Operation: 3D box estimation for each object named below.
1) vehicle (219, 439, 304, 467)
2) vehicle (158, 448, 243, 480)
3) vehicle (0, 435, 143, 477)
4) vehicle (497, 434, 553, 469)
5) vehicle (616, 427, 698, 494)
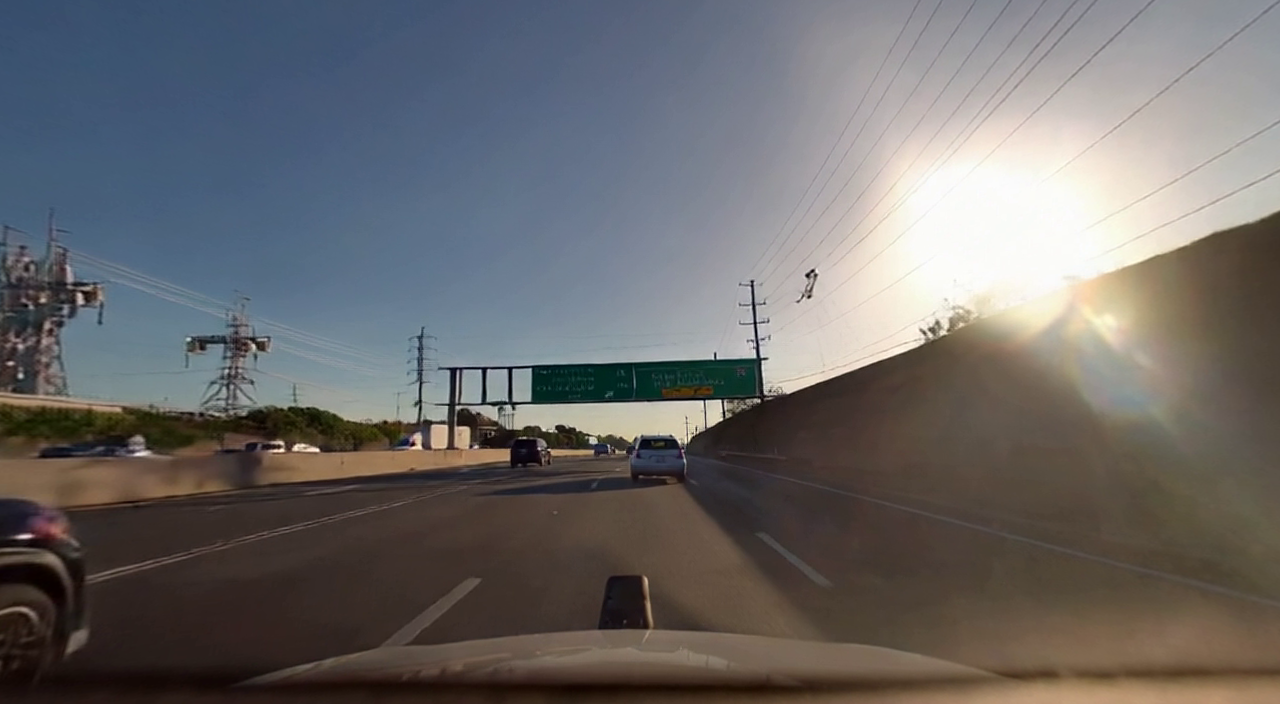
[{"bbox_3d":[-24.915,6.656,41.846,2.202,1.736,5.775,0,-8,-1],"label":"vehicle"},{"bbox_3d":[-21.049,5.362,30.387,1.554,1.383,3.462,0,-8,0],"label":"vehicle"},{"bbox_3d":[-28.371,5.203,31.730,2.154,1.901,5.667,0,-8,-1],"label":"vehicle"},{"bbox_3d":[-6.522,5.714,36.319,2.220,1.841,4.516,0,-8,2],"label":"vehicle"},{"bbox_3d":[0.433,3.123,18.512,2.134,1.733,4.049,0,-8,0],"label":"vehicle"}]
